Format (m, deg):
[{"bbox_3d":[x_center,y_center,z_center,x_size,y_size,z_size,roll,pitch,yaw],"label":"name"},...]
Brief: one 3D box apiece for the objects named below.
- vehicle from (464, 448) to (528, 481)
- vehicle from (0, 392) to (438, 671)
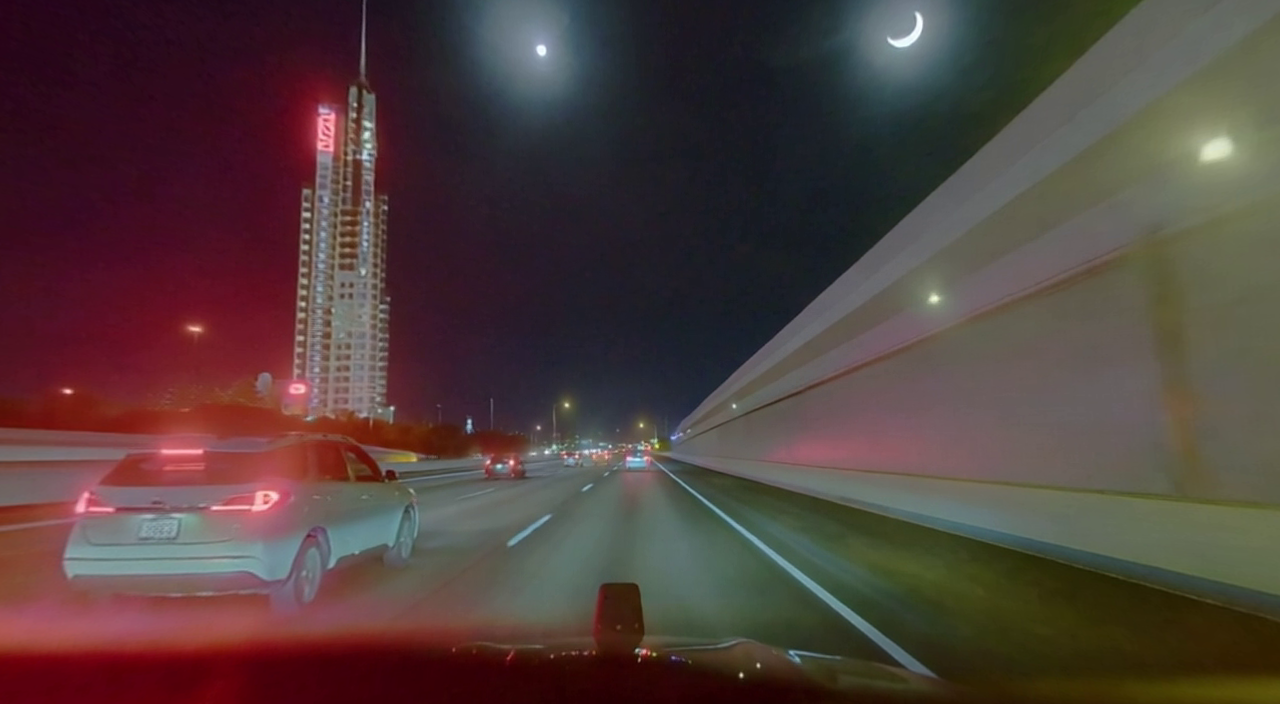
[{"bbox_3d":[-7.154,5.622,31.805,1.998,1.542,4.953,0,-9,1],"label":"vehicle"},{"bbox_3d":[-3.825,1.464,6.264,2.059,1.725,4.521,0,-9,1],"label":"vehicle"}]
